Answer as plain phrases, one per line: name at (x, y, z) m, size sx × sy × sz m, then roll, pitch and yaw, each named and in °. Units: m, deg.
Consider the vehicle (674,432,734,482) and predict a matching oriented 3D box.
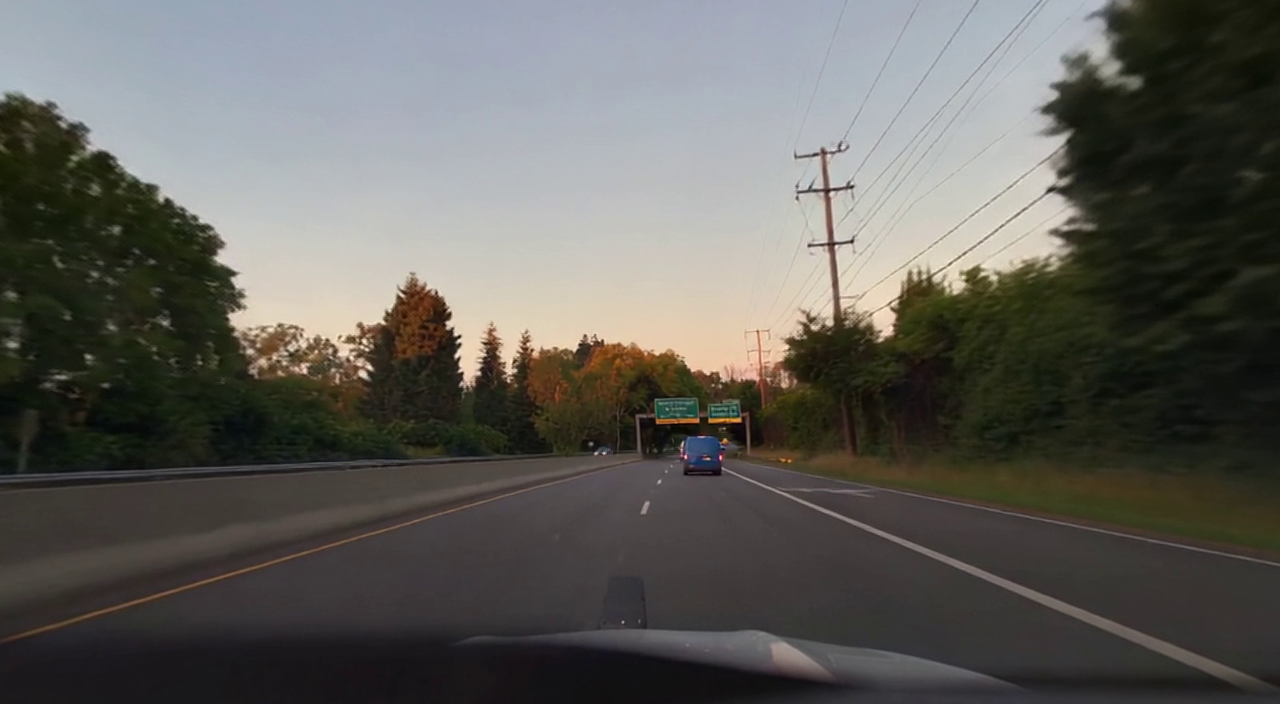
vehicle at (2.662, 4.547, 27.416) m, size 2.261 × 1.969 × 5.104 m, roll 0°, pitch -9°, yaw 3°
